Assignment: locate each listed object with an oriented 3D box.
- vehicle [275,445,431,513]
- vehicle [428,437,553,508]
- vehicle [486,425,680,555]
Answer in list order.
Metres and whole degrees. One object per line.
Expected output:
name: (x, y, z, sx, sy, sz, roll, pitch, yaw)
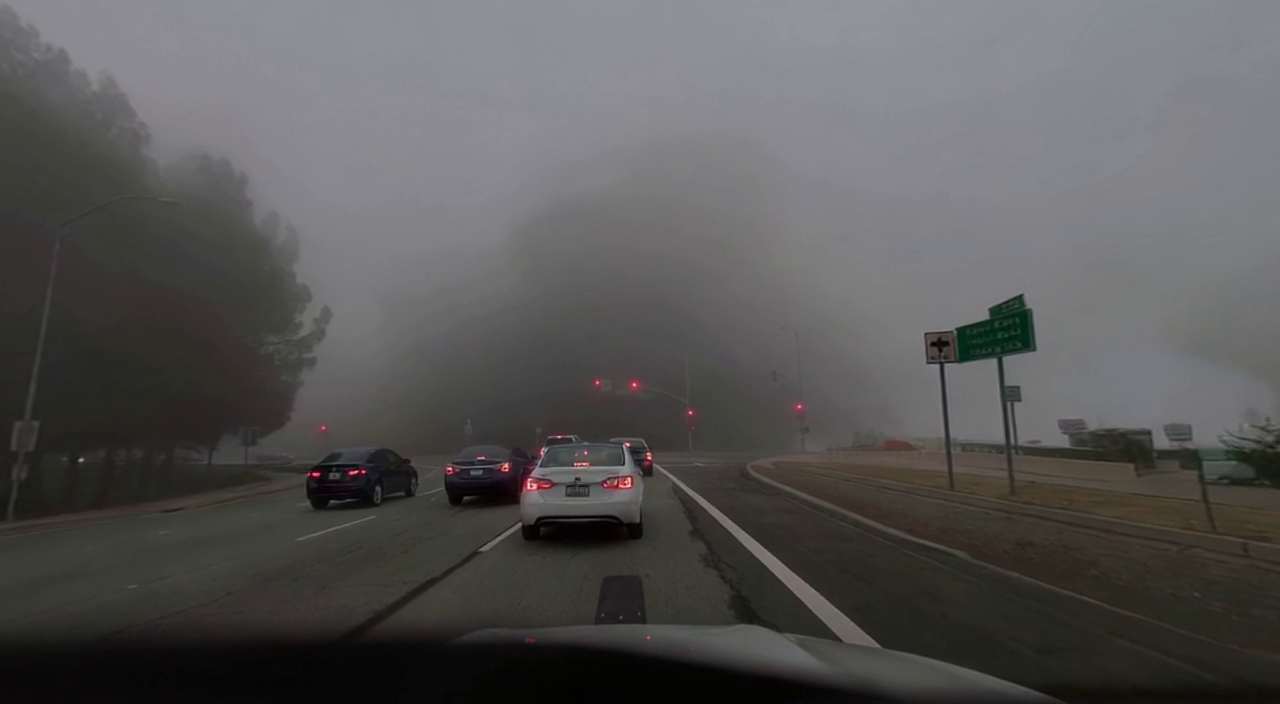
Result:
vehicle: (-7.025, 3.111, 16.084, 1.852, 1.458, 4.422, 0, -8, 0)
vehicle: (-3.474, 2.882, 15.653, 1.920, 1.480, 4.549, 0, -8, 1)
vehicle: (-0.672, 1.924, 9.584, 2.231, 1.481, 4.489, 0, -8, -1)
